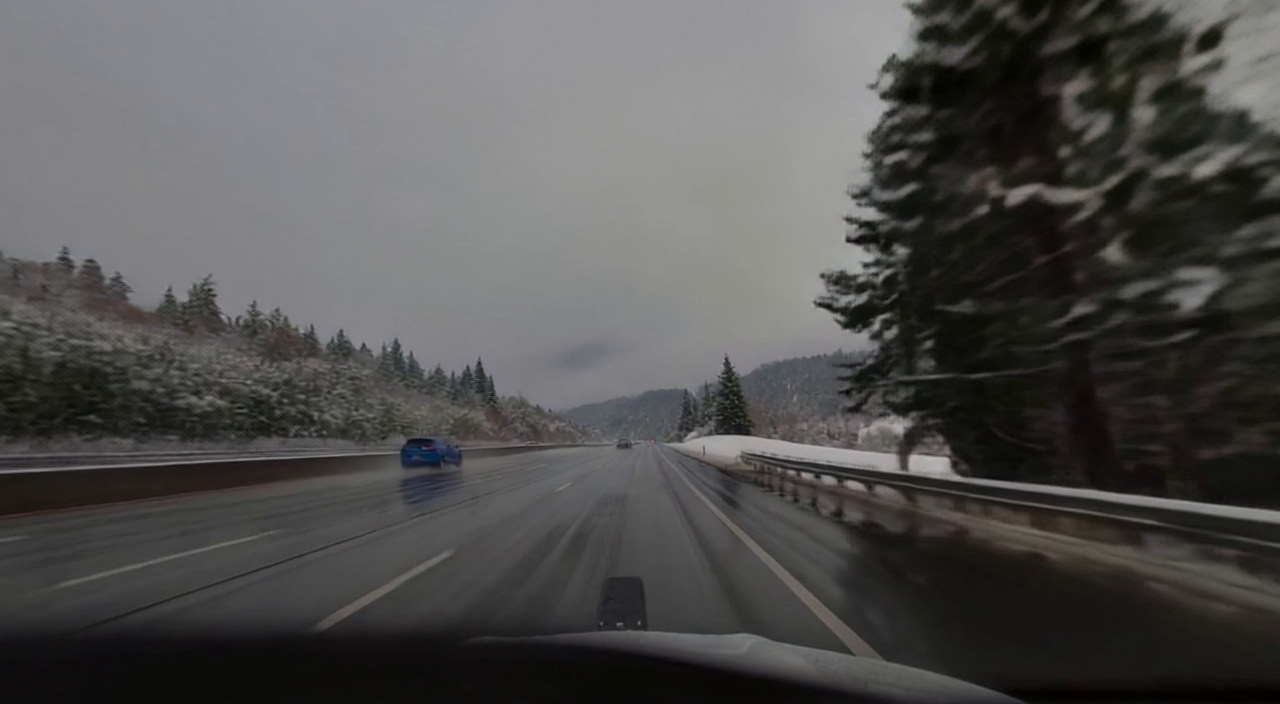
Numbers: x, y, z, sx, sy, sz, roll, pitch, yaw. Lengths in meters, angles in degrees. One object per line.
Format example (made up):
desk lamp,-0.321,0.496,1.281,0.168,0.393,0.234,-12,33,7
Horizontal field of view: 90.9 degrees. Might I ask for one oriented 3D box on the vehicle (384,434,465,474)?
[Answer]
vehicle,-10.495,5.008,31.218,2.152,1.753,4.972,0,-8,2
